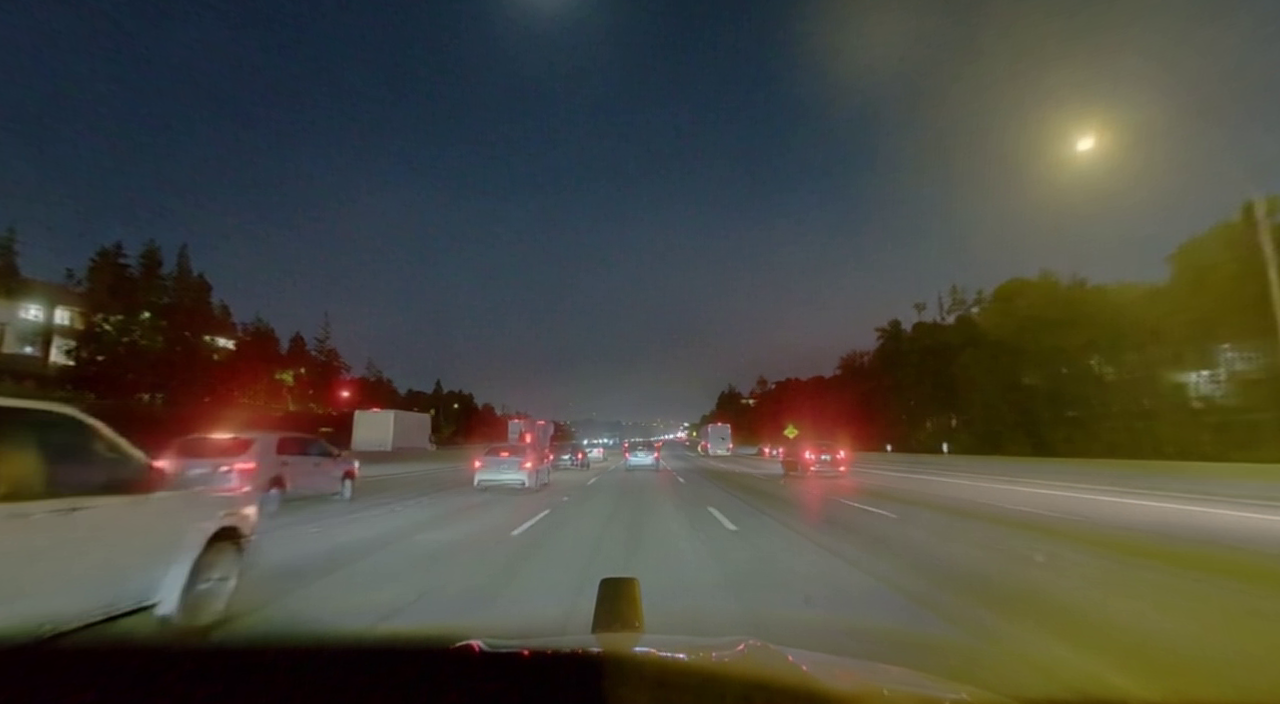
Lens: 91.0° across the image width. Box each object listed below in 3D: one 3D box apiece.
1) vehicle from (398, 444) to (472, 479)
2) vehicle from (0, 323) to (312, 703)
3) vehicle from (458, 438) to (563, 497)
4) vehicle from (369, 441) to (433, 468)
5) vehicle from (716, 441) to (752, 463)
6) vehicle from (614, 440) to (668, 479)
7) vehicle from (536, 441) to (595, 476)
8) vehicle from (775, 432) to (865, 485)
[{"bbox_3d":[-9.091,4.876,28.246,1.827,1.472,3.962,0,-9,2],"label":"vehicle"},{"bbox_3d":[-3.571,0.769,2.568,2.012,1.734,4.510,0,-9,0],"label":"vehicle"},{"bbox_3d":[-3.534,3.242,18.036,2.025,1.449,4.190,0,-9,1],"label":"vehicle"},{"bbox_3d":[-15.271,6.609,40.558,2.021,1.607,4.979,0,-9,2],"label":"vehicle"},{"bbox_3d":[6.611,7.078,44.507,1.895,1.488,4.254,0,-9,0],"label":"vehicle"},{"bbox_3d":[0.040,4.394,25.958,2.053,1.461,3.941,0,-9,0],"label":"vehicle"},{"bbox_3d":[-3.381,4.931,29.403,2.098,1.463,4.578,0,-9,1],"label":"vehicle"},{"bbox_3d":[6.472,3.877,23.225,1.992,1.745,4.329,0,-9,-1],"label":"vehicle"}]
